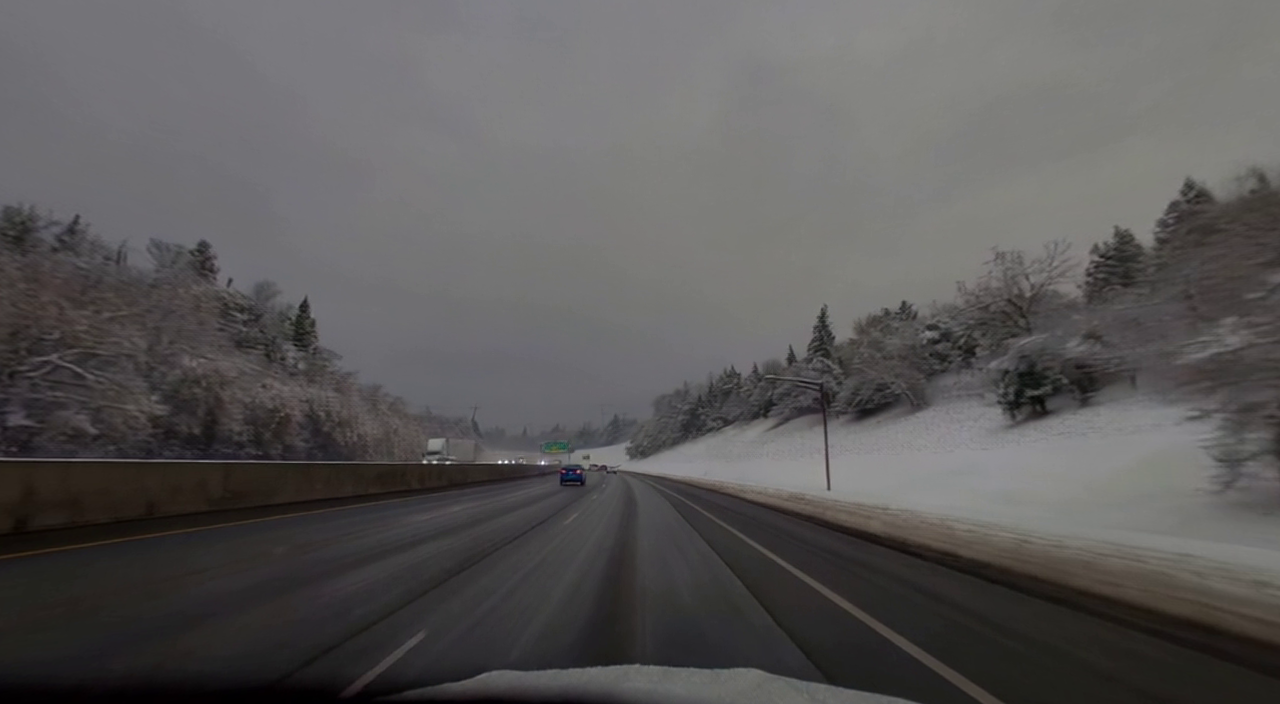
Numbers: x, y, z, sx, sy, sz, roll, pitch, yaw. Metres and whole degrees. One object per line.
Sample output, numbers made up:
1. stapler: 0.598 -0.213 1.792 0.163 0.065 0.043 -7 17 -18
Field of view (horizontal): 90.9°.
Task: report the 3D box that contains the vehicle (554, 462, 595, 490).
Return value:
1. vehicle: -4.238 8.119 41.445 2.194 1.704 4.421 1 -10 0
